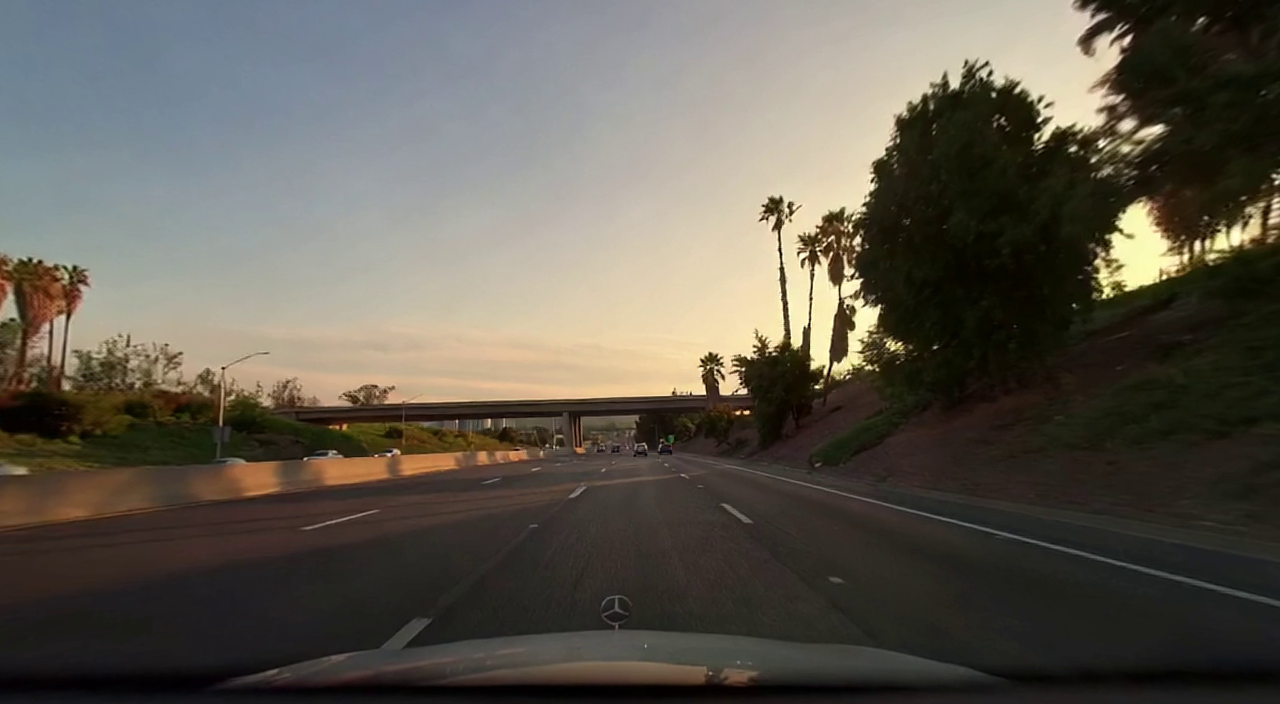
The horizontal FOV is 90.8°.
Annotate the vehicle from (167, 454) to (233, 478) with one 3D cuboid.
[{"bbox_3d":[-33.807,8.746,48.693,1.839,1.615,4.492,0,-8,-1],"label":"vehicle"}]
